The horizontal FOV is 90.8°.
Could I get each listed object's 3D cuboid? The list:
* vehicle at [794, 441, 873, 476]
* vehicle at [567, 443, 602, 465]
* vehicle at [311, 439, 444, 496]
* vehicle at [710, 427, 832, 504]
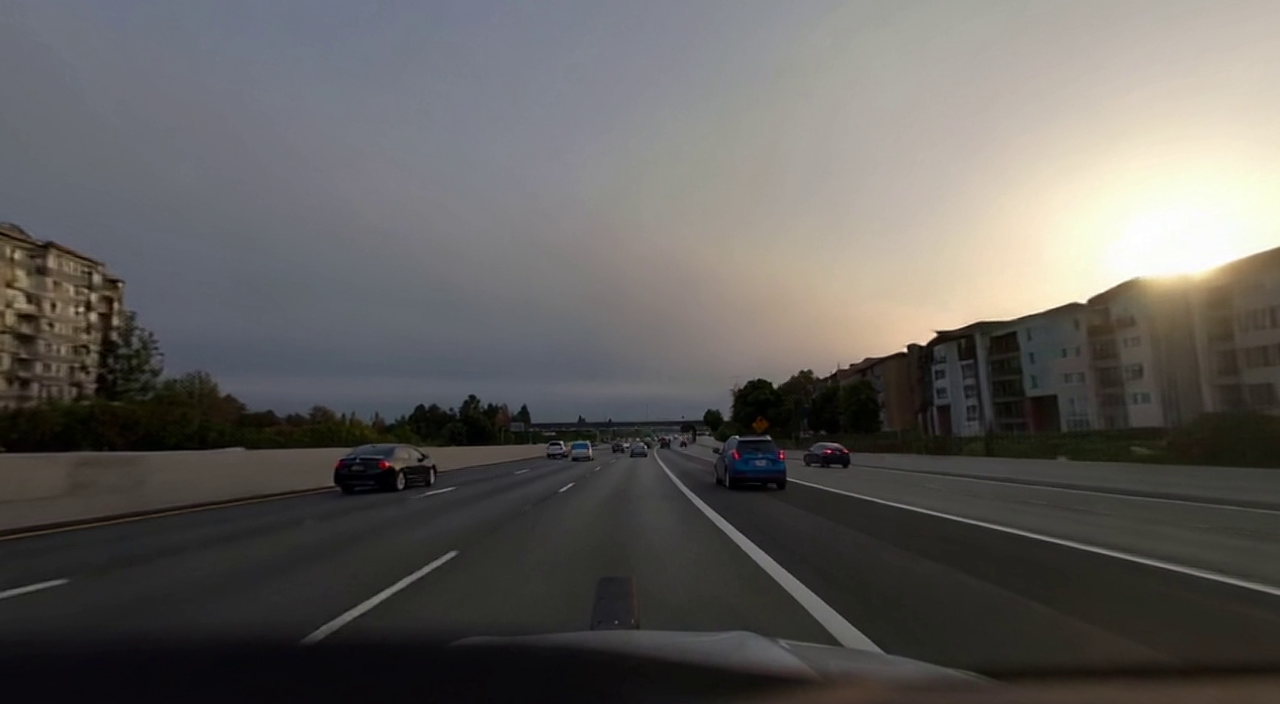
[{"bbox_3d":[8.660,4.790,28.710,2.061,1.459,4.273,0,-9,-3],"label":"vehicle"},{"bbox_3d":[-3.781,6.999,43.525,2.002,1.466,4.378,0,-9,0],"label":"vehicle"},{"bbox_3d":[-7.663,3.399,19.041,2.021,1.496,4.495,0,-9,1],"label":"vehicle"},{"bbox_3d":[3.154,2.842,16.228,2.080,1.694,4.286,0,-9,-1],"label":"vehicle"}]
